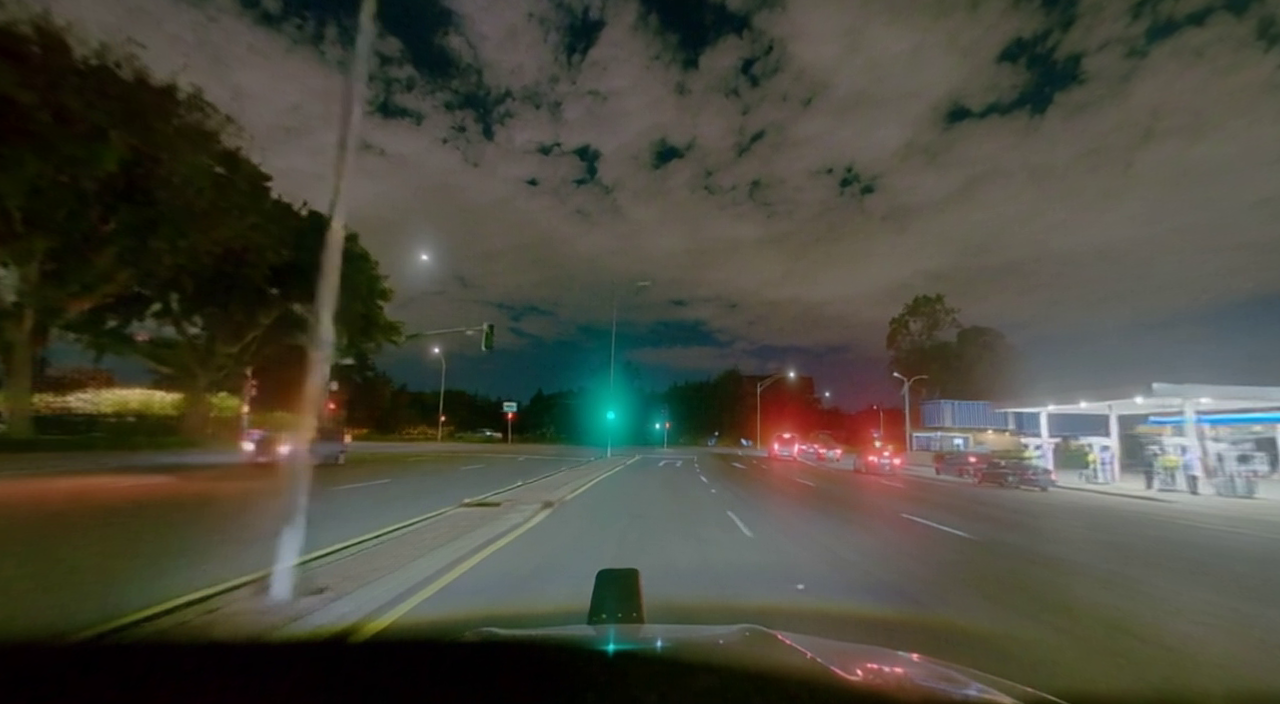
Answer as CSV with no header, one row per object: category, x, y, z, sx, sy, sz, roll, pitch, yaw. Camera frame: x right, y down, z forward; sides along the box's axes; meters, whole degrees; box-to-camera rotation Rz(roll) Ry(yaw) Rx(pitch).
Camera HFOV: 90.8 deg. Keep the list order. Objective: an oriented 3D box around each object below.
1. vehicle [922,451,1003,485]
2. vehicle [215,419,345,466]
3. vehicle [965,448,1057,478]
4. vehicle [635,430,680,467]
vehicle,15.334,5.499,30.370,2.099,1.464,4.615,-2,-9,9
vehicle,-12.398,3.170,22.115,2.027,1.486,4.105,-1,-8,2
vehicle,21.163,6.325,36.083,4.331,1.604,1.858,2,-9,-14
vehicle,0.883,4.785,31.368,2.055,1.655,4.204,-1,-8,2
